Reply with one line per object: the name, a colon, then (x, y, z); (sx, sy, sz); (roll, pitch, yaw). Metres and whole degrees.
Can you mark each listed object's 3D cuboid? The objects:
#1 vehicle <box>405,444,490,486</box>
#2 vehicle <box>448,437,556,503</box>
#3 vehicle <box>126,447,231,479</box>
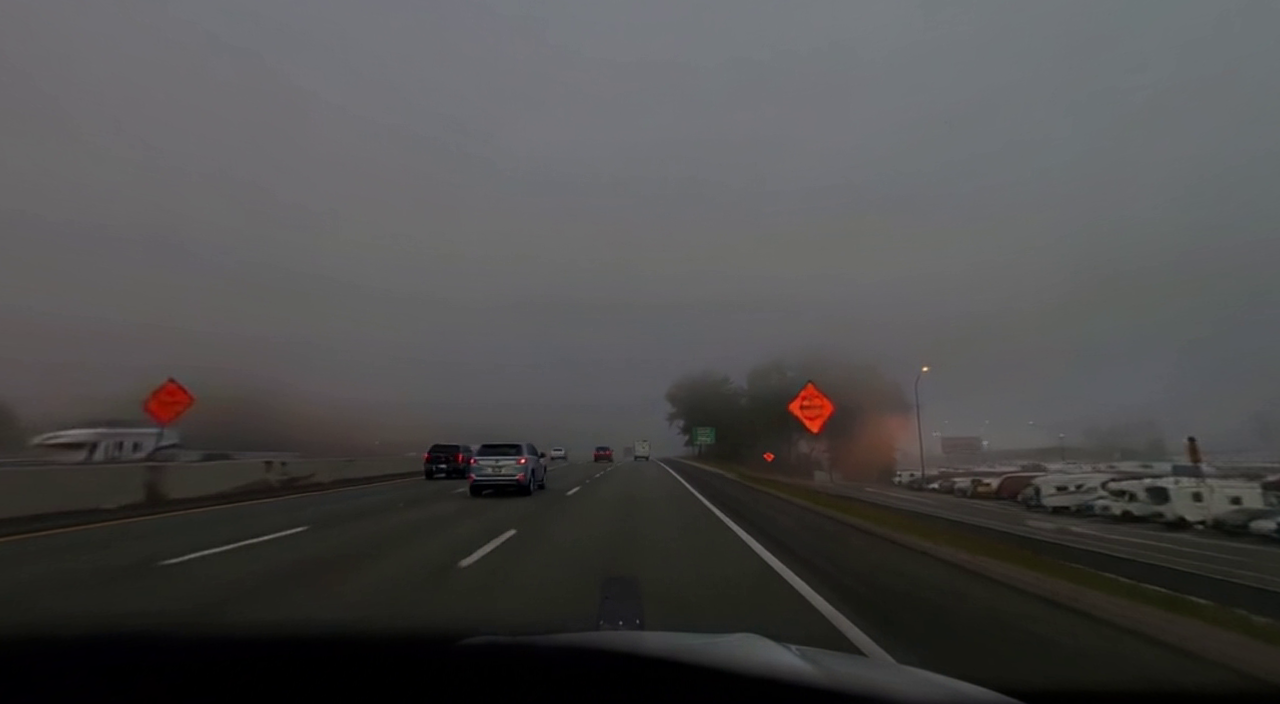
vehicle: (-7.635, 4.502, 25.456); (1.991, 1.538, 4.360); (0, -9, 1)
vehicle: (-3.840, 3.352, 18.338); (2.070, 1.665, 4.213); (0, -9, 1)
vehicle: (-29.250, 7.031, 40.199); (2.215, 1.881, 5.812); (0, -9, 1)
